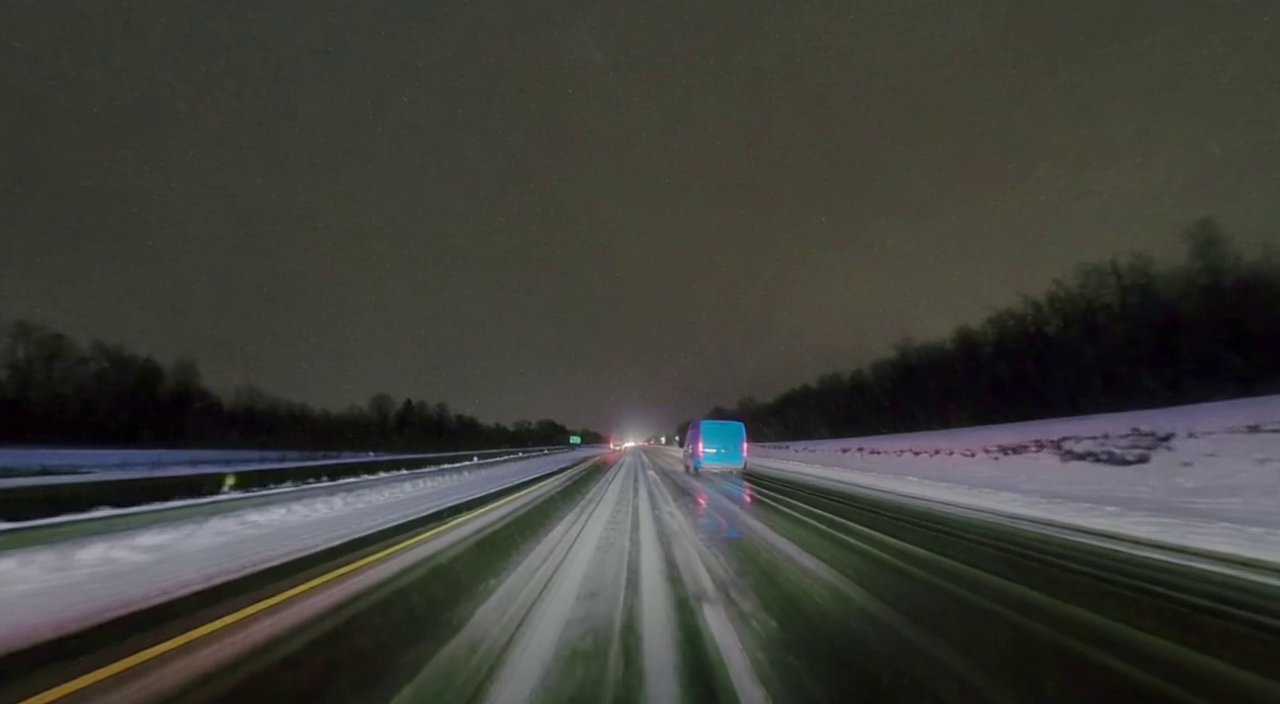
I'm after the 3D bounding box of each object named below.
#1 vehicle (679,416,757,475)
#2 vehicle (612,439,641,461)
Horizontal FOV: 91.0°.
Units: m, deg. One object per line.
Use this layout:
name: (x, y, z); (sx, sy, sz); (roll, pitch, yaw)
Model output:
vehicle: (2.879, 3.605, 24.485); (2.269, 2.048, 4.679); (0, -8, -2)
vehicle: (-0.934, 6.937, 44.858); (2.005, 1.466, 3.739); (-1, -8, 0)
